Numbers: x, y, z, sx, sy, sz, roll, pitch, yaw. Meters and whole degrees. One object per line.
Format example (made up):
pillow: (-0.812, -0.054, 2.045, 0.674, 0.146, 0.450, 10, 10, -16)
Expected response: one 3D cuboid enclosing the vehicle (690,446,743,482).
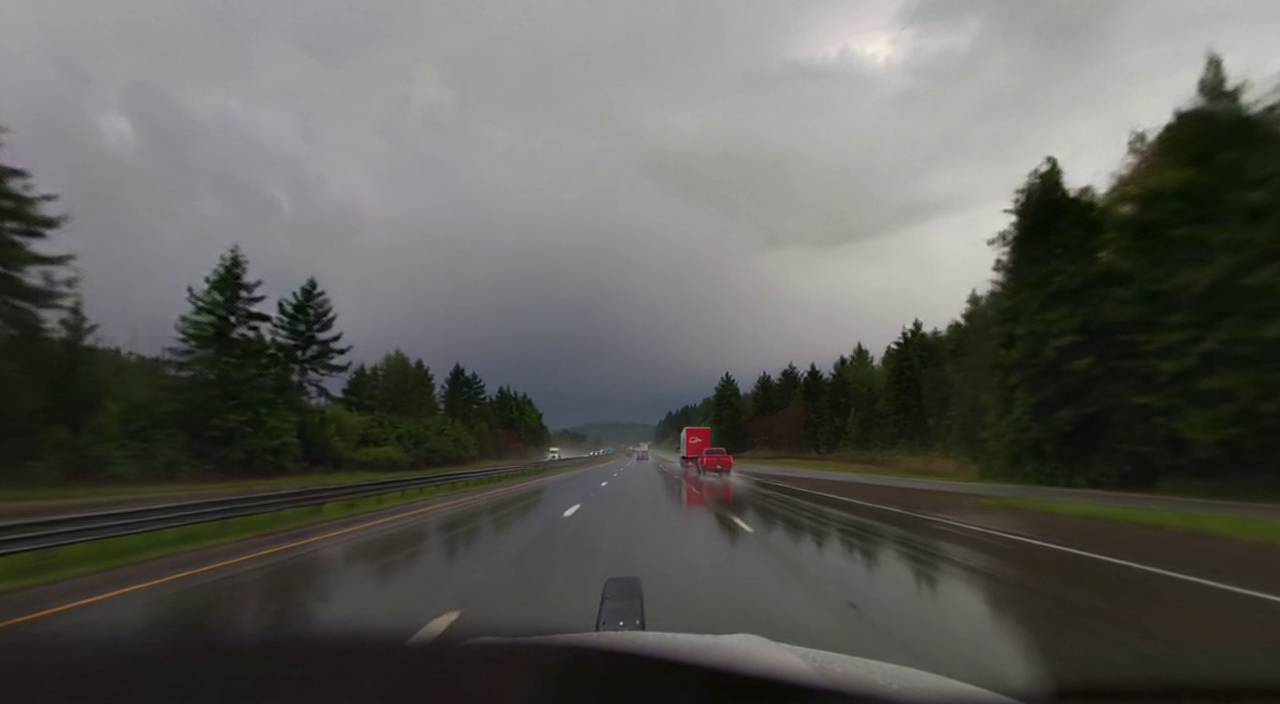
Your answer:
vehicle: (3.599, 5.368, 30.435, 2.019, 1.601, 3.953, 0, -9, -1)
